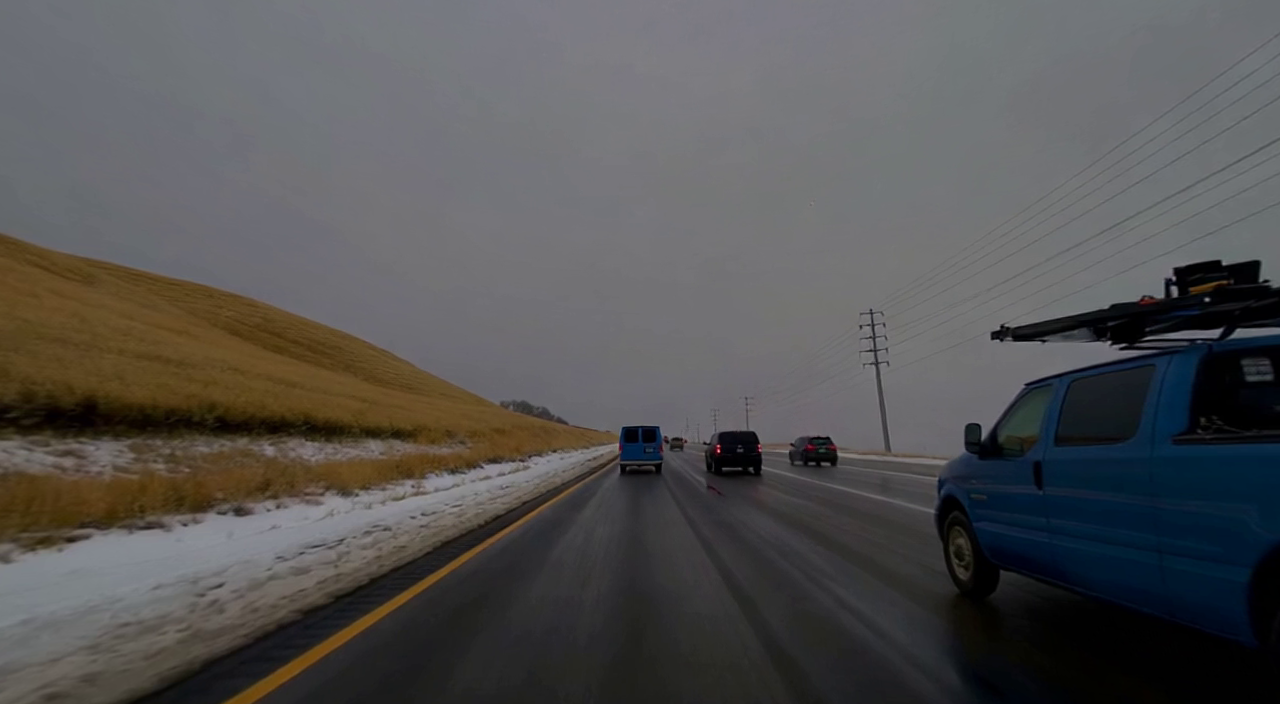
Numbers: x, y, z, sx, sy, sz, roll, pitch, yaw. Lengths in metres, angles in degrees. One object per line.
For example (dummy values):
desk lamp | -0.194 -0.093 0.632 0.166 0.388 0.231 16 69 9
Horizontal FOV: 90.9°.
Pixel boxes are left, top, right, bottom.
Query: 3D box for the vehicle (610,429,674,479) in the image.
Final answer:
vehicle | 0.109 3.976 24.845 2.268 1.772 4.523 0 -8 1

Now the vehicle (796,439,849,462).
vehicle | 12.105 6.562 42.157 2.087 1.406 4.875 0 -8 0

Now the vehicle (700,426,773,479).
vehicle | 3.617 3.881 24.540 2.139 1.821 4.480 0 -8 0

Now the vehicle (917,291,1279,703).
vehicle | 3.847 0.757 2.699 2.691 1.901 5.744 0 -8 0

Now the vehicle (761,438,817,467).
vehicle | 8.144 5.514 34.942 2.075 1.493 4.305 0 -7 0
